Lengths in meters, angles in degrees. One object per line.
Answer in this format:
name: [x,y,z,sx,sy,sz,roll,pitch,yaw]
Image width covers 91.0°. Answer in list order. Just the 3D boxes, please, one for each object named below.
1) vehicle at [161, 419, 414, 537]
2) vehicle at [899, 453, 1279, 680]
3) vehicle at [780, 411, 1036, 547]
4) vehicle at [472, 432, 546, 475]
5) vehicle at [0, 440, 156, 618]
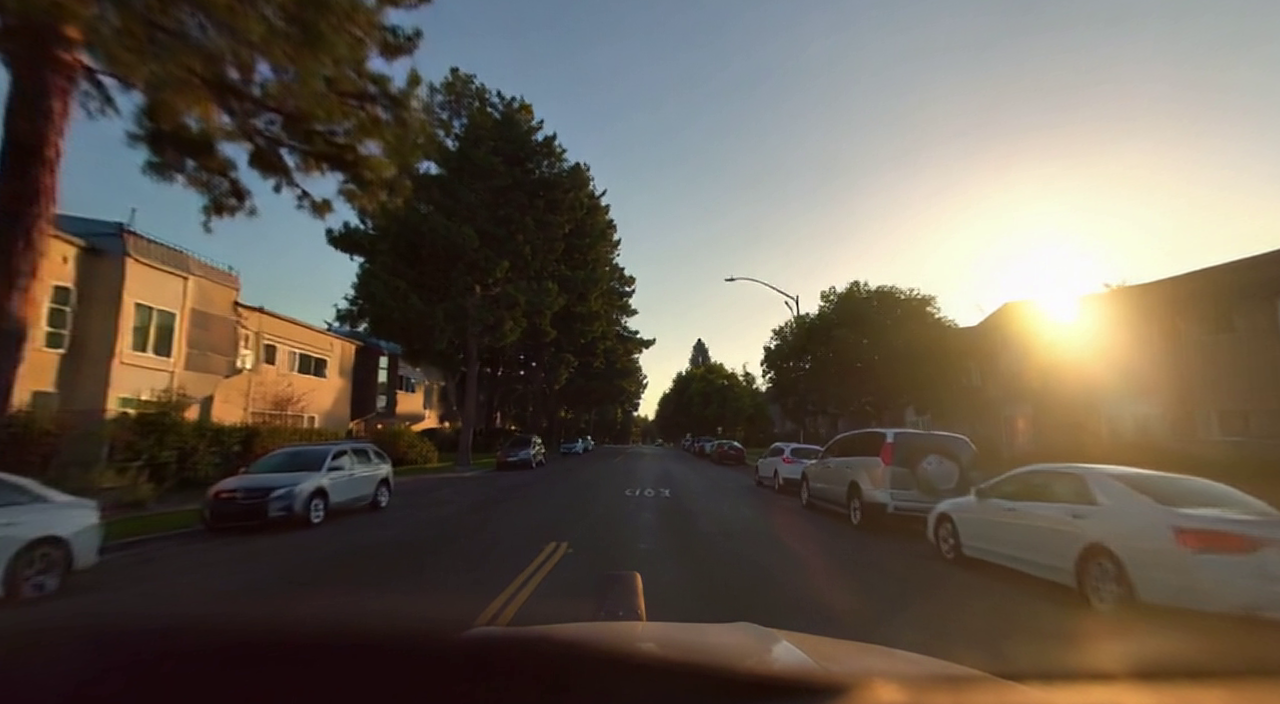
vehicle: [-6.700,2.508,12.916,2.235,1.802,5.138,-3,-10,0]
vehicle: [4.562,1.752,6.389,1.823,1.393,4.584,0,-9,-1]
vehicle: [4.592,2.326,12.290,2.365,1.970,6.011,0,-9,0]
vehicle: [-6.333,5.060,31.144,2.384,1.781,5.492,-3,-10,1]
vehicle: [-6.579,1.473,4.862,2.067,1.510,4.501,-2,-9,0]
